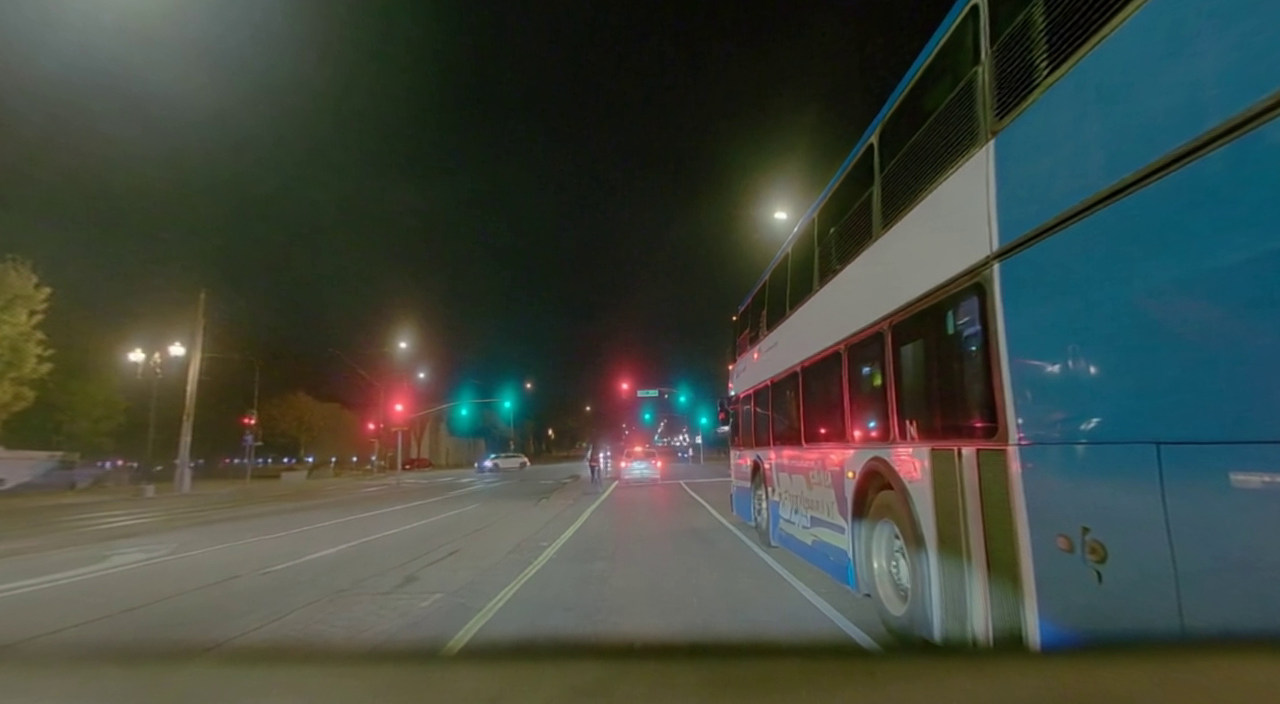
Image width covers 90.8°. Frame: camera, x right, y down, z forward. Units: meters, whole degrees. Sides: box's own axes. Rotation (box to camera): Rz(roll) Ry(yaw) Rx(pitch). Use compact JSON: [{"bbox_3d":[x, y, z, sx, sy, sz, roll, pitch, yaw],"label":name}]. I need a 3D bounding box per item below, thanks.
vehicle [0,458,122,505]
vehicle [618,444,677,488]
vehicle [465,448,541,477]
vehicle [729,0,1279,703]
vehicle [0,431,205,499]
[{"bbox_3d":[-26.366,5.749,28.387,4.570,1.858,1.942,7,-11,-41],"label":"vehicle"},{"bbox_3d":[0.270,4.363,24.531,2.123,1.544,4.158,0,-8,0],"label":"vehicle"},{"bbox_3d":[-8.376,6.783,38.936,4.417,1.490,1.816,-1,-8,-9],"label":"vehicle"},{"bbox_3d":[3.407,0.266,5.335,3.250,3.731,13.693,0,-9,0],"label":"vehicle"},{"bbox_3d":[-29.550,6.095,34.487,9.150,3.310,2.988,6,-12,-37],"label":"vehicle"}]
